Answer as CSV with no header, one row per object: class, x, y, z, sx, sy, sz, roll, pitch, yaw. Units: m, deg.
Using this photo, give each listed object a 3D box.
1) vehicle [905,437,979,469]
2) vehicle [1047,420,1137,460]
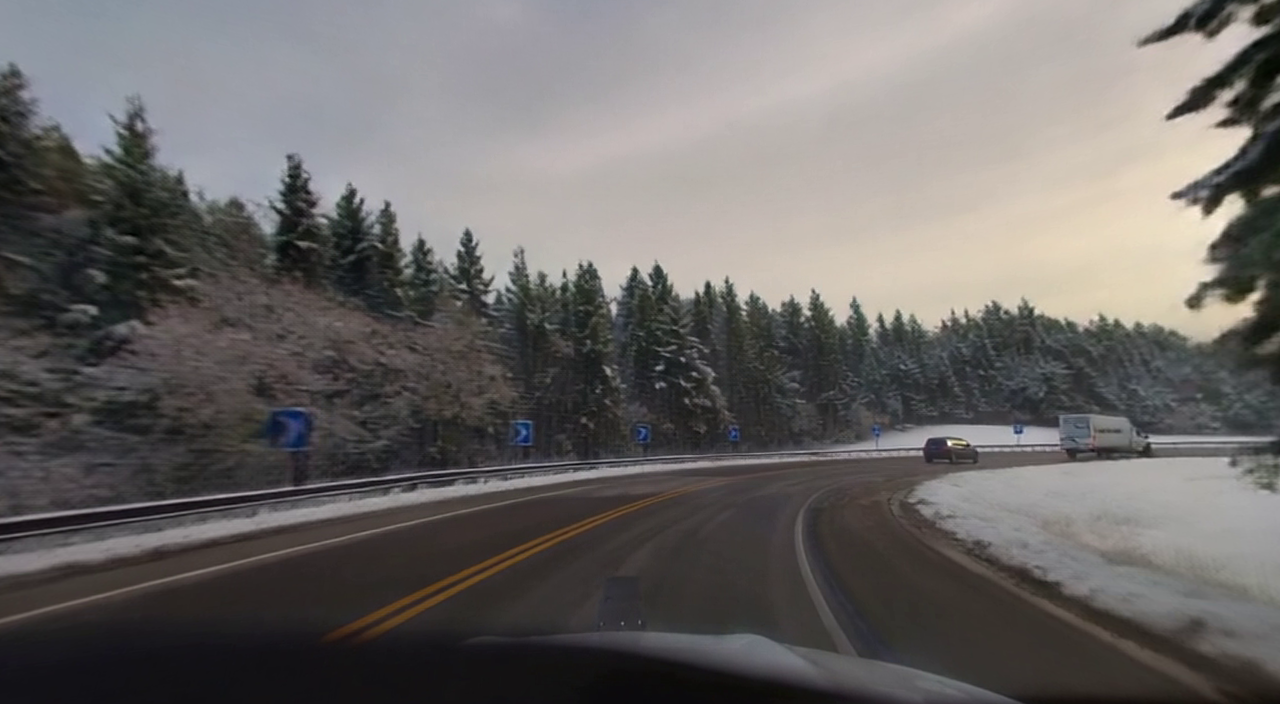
vehicle,17.013,5.677,35.435,4.325,1.674,2.221,8,-12,-42
vehicle,33.663,6.590,46.896,5.981,2.823,2.498,4,-9,-23
